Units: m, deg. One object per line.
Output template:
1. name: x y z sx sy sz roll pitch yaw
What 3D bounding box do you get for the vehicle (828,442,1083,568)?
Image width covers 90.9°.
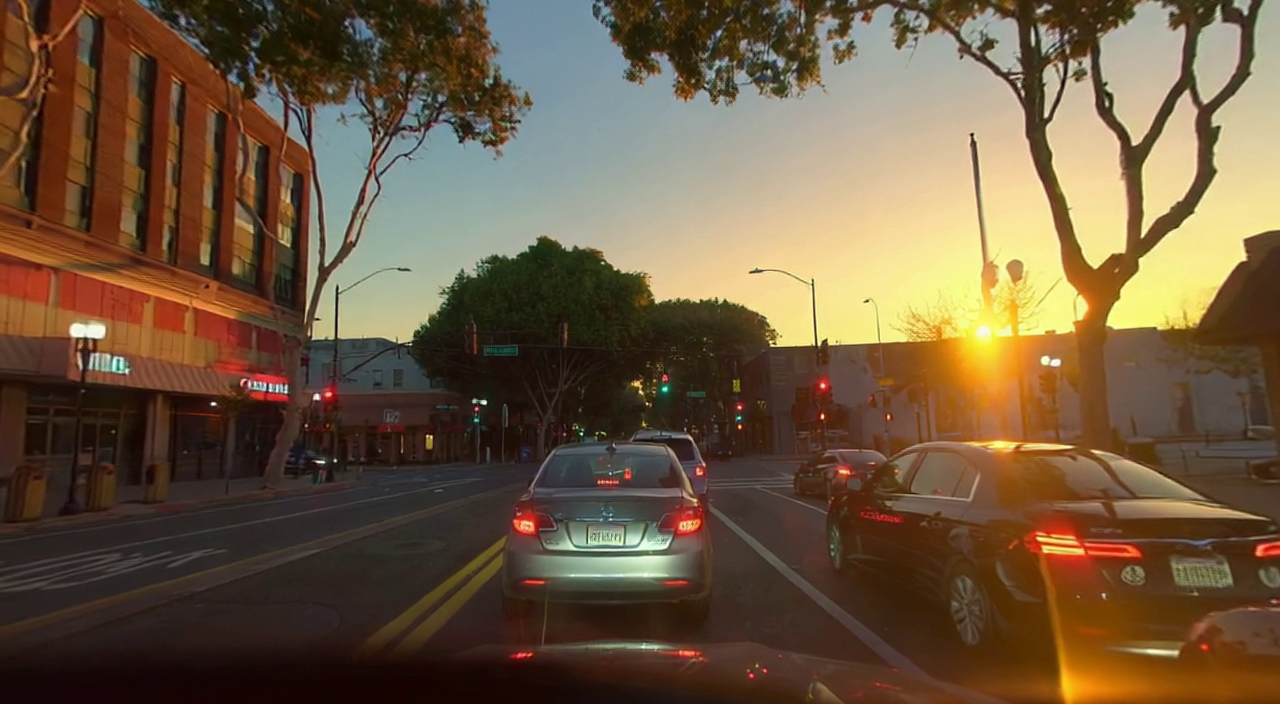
1. vehicle: 4.535 2.211 10.045 1.912 1.505 4.618 -1 -8 4

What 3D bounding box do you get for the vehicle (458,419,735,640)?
1. vehicle: -0.284 1.491 6.227 1.888 1.489 3.703 0 -8 0

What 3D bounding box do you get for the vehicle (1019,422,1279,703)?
1. vehicle: 3.179 0.828 1.110 2.006 1.496 4.767 0 -9 -1
